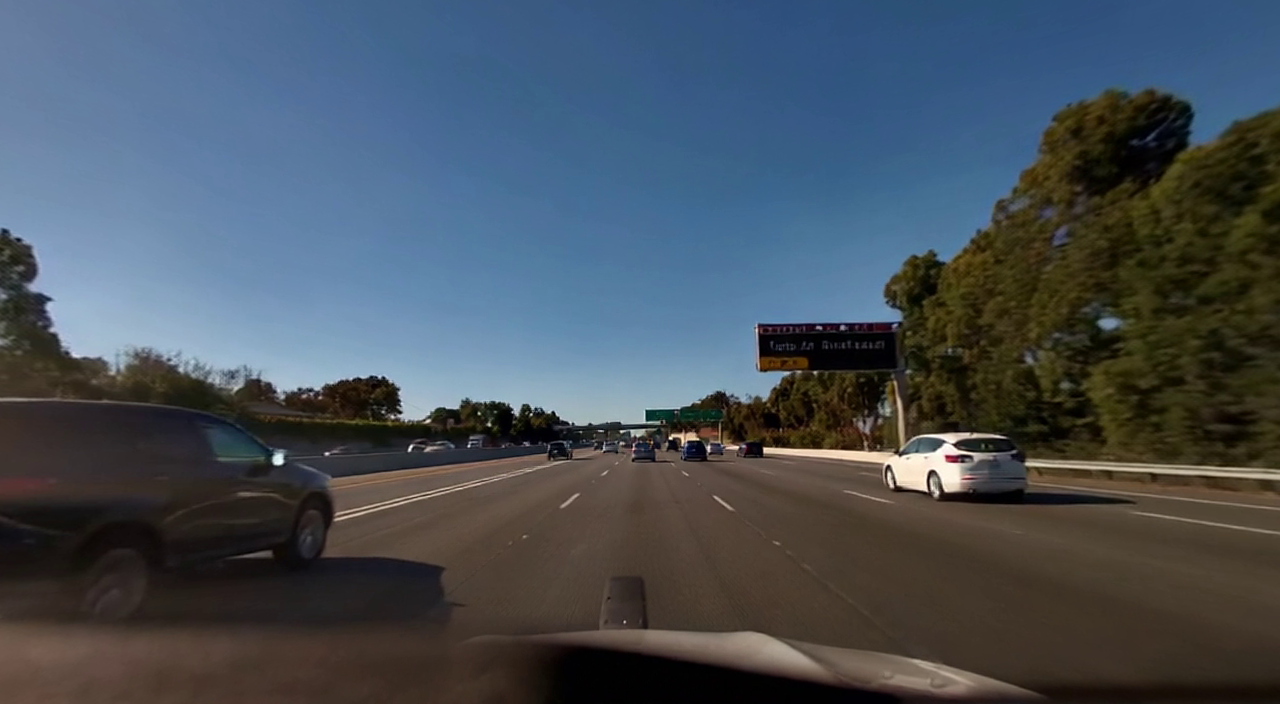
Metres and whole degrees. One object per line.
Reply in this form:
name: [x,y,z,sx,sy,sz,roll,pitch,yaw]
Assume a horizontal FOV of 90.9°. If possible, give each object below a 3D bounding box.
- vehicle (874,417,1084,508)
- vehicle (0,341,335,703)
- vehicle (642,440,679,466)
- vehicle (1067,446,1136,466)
vehicle: [7.589,2.538,14.908,2.123,1.756,4.959,0,-8,-1]
vehicle: [-4.046,0.929,3.593,2.118,1.750,4.875,0,-8,1]
vehicle: [1.189,6.162,38.667,2.050,1.452,3.917,0,-8,-1]
vehicle: [36.261,8.165,49.729,1.979,1.497,4.540,0,-8,0]
